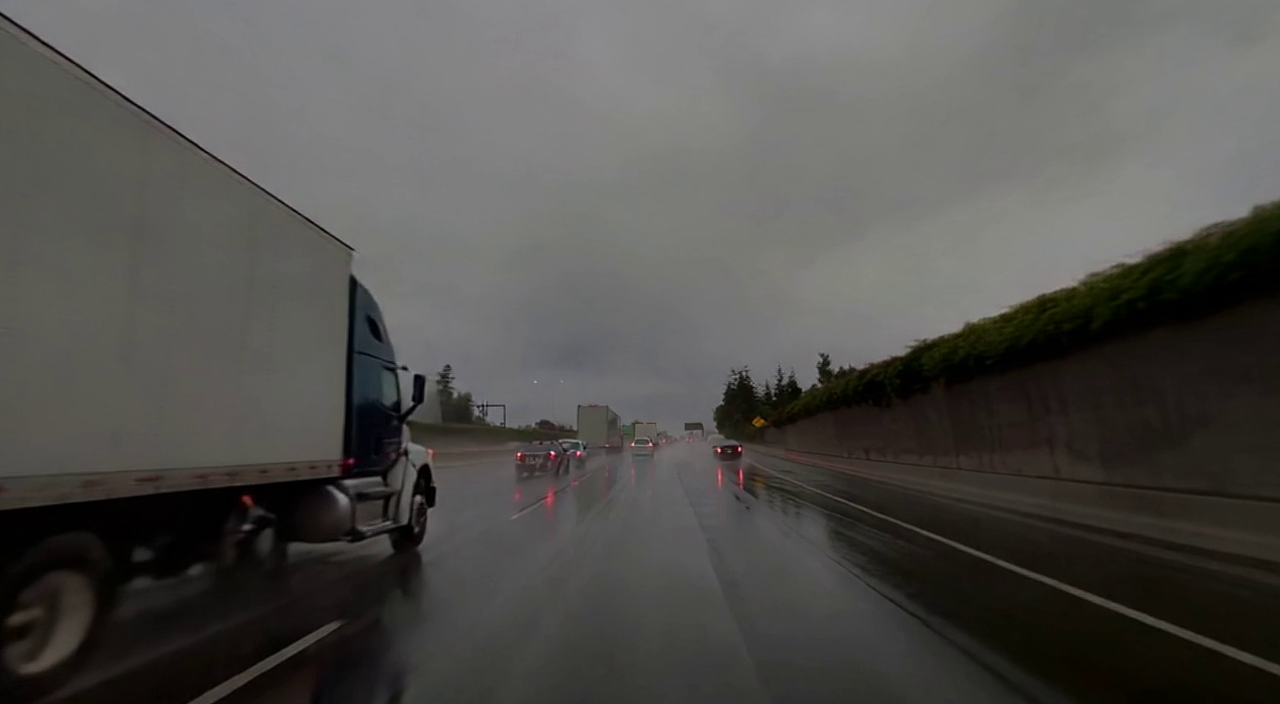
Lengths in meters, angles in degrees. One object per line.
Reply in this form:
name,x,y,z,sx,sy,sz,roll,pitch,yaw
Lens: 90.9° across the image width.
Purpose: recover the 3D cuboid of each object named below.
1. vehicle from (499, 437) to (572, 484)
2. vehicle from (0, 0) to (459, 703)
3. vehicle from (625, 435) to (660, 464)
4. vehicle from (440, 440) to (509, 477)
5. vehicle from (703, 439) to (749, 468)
vehicle,-3.803,4.024,23.773,1.866,1.568,4.603,0,-8,2
vehicle,-3.950,0.173,3.741,3.123,3.341,7.669,-1,-8,3
vehicle,0.174,6.634,43.121,2.325,1.864,4.128,0,-8,0
vehicle,-7.525,4.874,29.059,1.967,1.555,4.161,0,-8,1
vehicle,4.701,5.588,34.942,2.176,1.493,3.955,-1,-8,3
